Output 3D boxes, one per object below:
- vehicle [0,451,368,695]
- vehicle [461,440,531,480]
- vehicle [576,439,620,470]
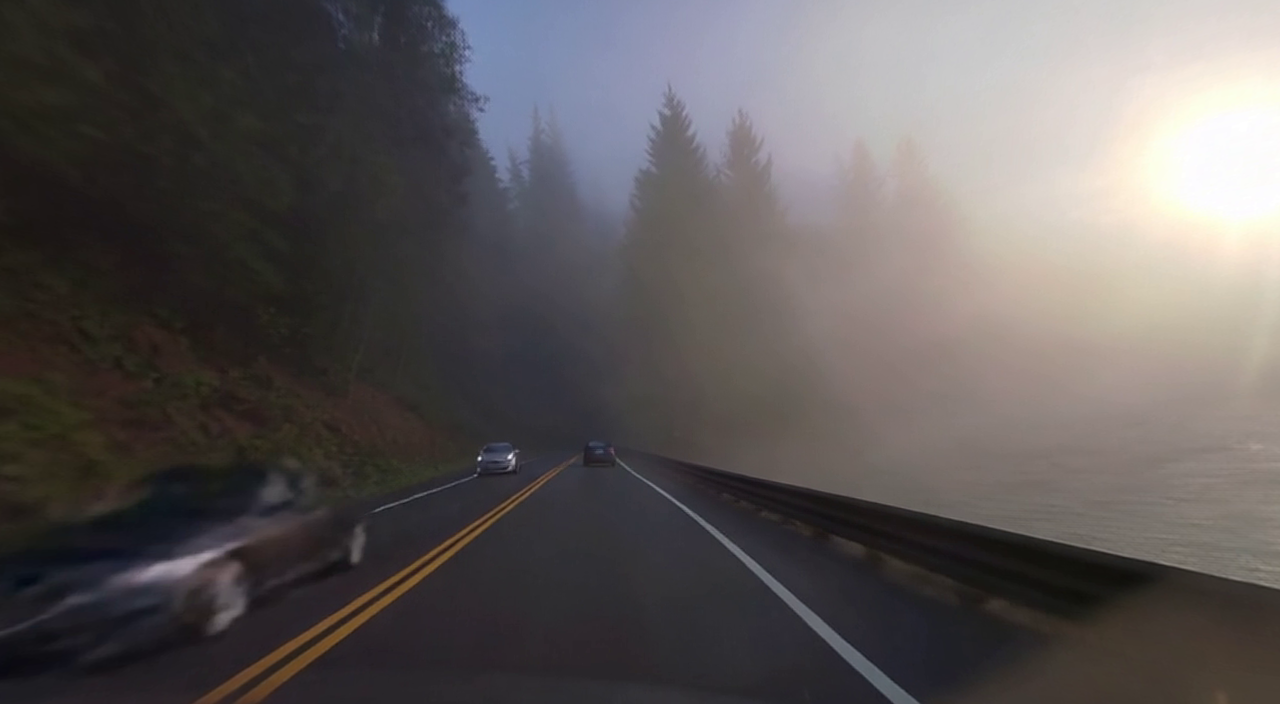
[{"bbox_3d":[-4.699,1.781,6.294,2.133,1.526,4.308,0,-9,-2],"label":"vehicle"},{"bbox_3d":[-6.152,4.643,27.415,2.200,1.588,4.150,0,-9,-2],"label":"vehicle"},{"bbox_3d":[-2.173,5.308,32.755,2.120,1.491,4.349,0,-9,-4],"label":"vehicle"}]
